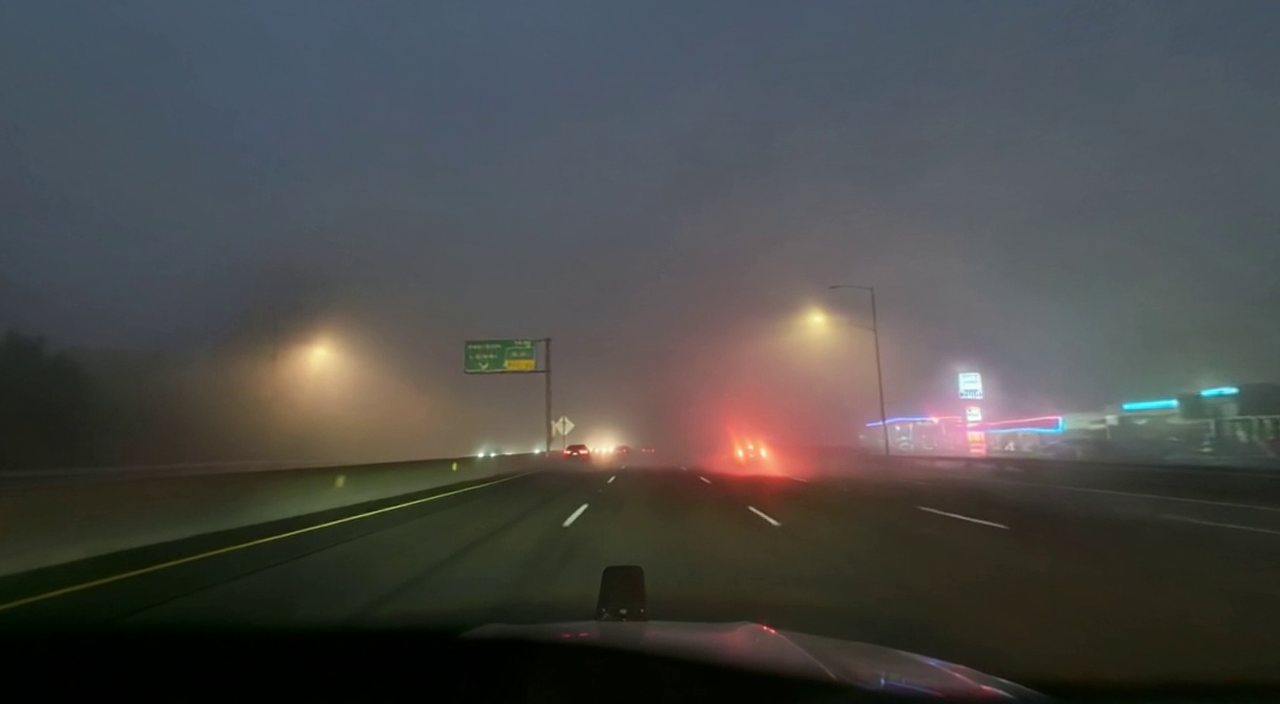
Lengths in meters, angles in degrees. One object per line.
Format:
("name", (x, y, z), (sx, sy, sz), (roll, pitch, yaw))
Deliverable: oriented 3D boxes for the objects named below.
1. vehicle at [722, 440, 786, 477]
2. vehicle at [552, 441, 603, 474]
("vehicle", (4.850, 4.600, 27.518), (1.909, 1.467, 4.940), (-1, -8, 0))
("vehicle", (-3.062, 5.257, 31.747), (2.114, 1.510, 4.186), (-1, -9, 1))
